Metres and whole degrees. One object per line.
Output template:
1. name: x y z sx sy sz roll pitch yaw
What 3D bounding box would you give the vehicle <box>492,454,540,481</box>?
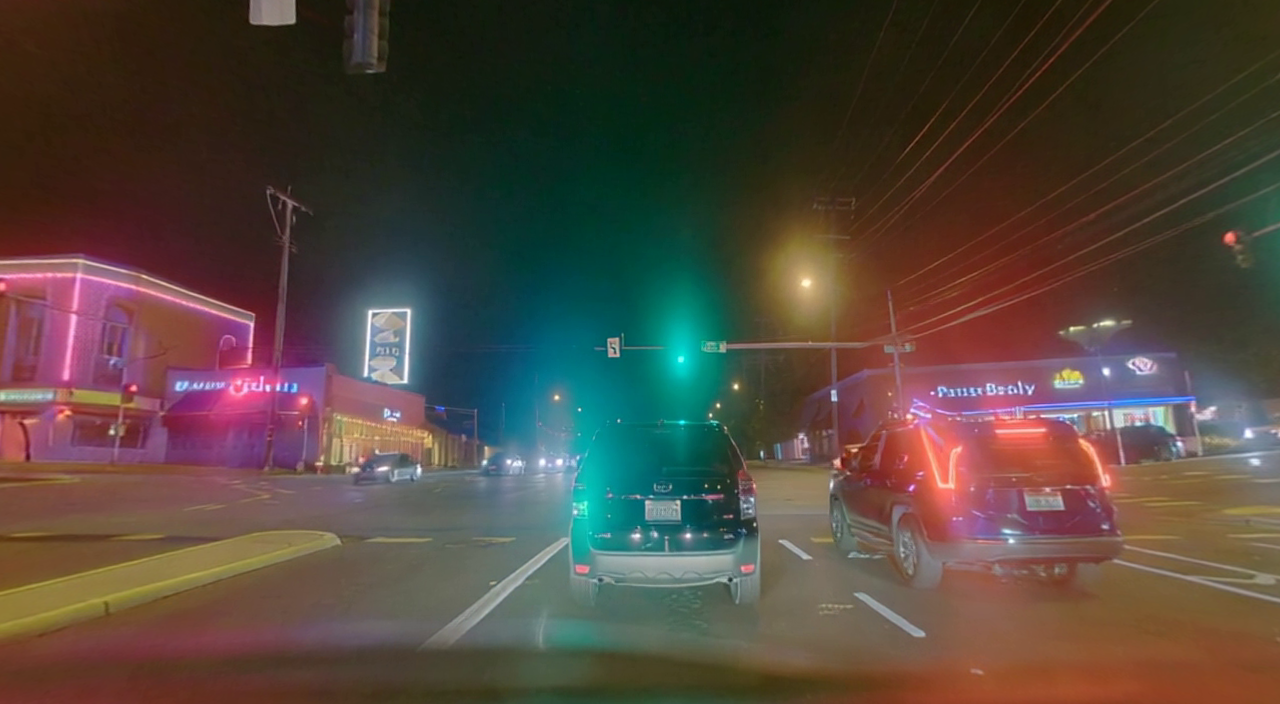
1. vehicle: -8.619 8.072 44.263 1.957 1.709 4.574 -1 -8 6

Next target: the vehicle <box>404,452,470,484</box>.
1. vehicle: -12.664 7.222 39.721 2.090 1.806 4.971 -1 -8 5

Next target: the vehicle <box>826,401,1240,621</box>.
1. vehicle: 3.619 1.522 6.986 1.976 1.664 4.189 0 -8 2

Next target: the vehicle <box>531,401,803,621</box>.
1. vehicle: 0.258 1.514 6.860 2.098 1.682 3.778 0 -8 2

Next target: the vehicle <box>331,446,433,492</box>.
1. vehicle: -10.530 4.762 26.163 2.023 1.713 4.451 -1 -8 5
